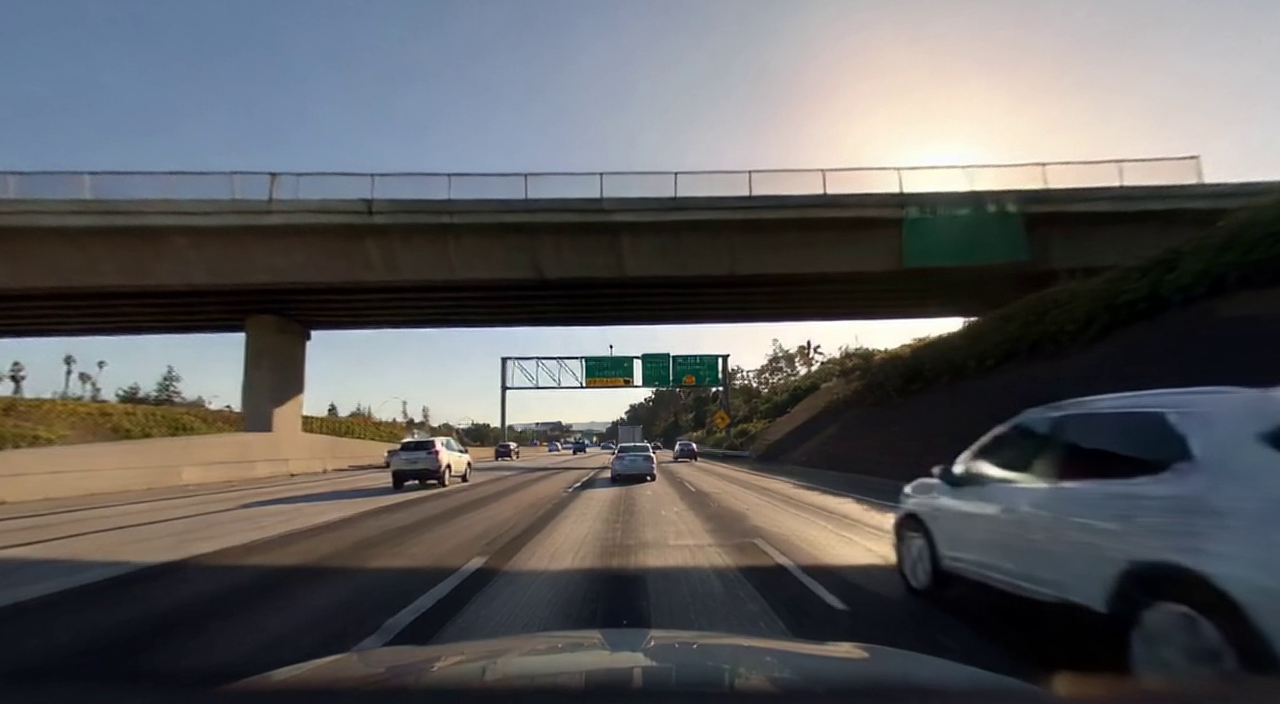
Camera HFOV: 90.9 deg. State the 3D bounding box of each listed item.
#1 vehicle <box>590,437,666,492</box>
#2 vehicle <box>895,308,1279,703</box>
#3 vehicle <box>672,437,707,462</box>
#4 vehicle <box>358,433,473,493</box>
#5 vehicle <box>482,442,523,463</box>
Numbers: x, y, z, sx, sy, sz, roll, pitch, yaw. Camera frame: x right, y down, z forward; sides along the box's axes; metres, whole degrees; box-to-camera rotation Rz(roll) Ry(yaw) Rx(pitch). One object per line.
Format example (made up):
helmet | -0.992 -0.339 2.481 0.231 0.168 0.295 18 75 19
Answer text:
vehicle | -0.325 3.346 19.067 2.042 1.446 4.269 0 -8 0
vehicle | 3.425 0.917 3.704 2.001 1.771 4.250 0 -8 -1
vehicle | 3.565 7.077 46.042 2.100 1.707 4.342 0 -8 -2
vehicle | -6.928 3.461 19.984 2.060 1.669 4.242 0 -8 0
vehicle | -10.555 7.776 48.819 2.019 1.510 4.992 0 -8 1
